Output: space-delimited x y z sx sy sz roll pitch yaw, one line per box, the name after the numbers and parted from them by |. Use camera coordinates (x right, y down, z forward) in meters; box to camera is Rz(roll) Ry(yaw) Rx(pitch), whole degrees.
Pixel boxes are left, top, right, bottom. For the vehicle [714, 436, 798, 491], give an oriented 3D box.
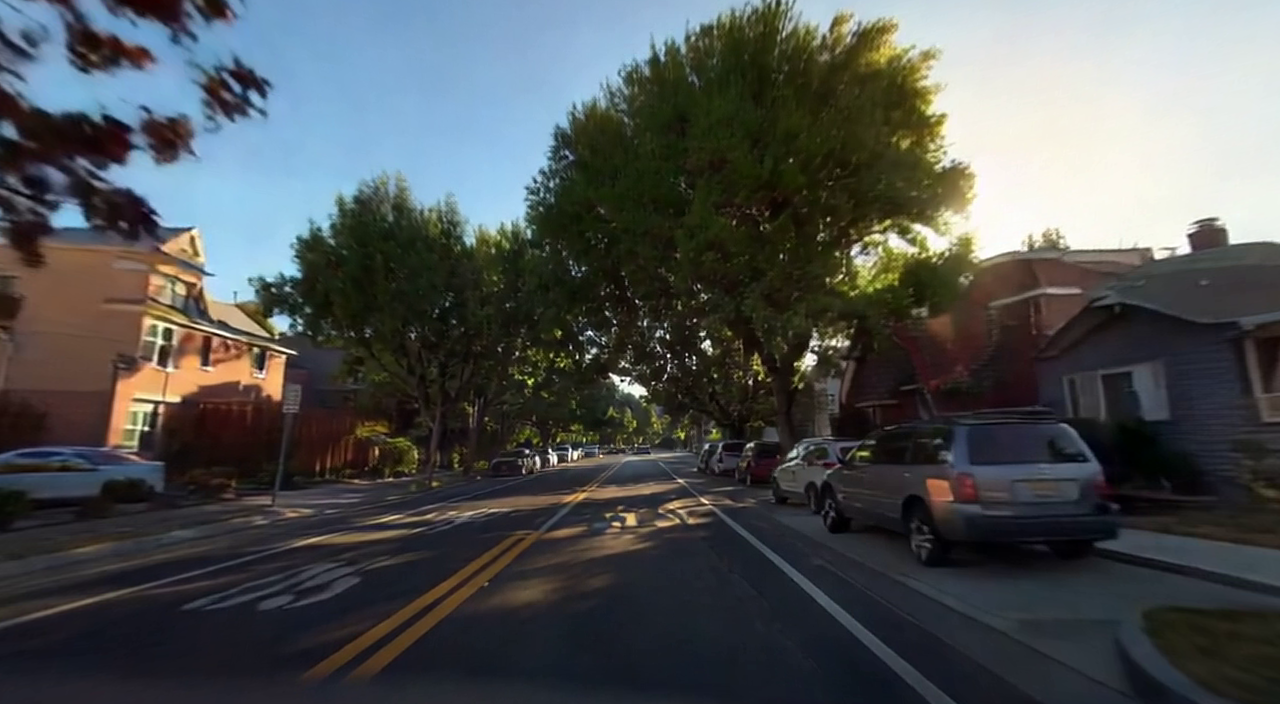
3.851 3.789 21.891 1.971 1.665 4.722 0 -8 -1 | vehicle

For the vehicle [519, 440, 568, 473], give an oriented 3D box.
-6.489 7.098 43.077 2.252 1.882 5.883 -4 -9 0 | vehicle

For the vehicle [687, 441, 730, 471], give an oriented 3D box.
4.026 6.197 37.838 2.097 1.706 4.312 0 -8 0 | vehicle

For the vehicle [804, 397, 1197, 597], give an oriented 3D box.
3.856 1.628 7.997 1.937 1.752 4.574 1 -9 -5 | vehicle
